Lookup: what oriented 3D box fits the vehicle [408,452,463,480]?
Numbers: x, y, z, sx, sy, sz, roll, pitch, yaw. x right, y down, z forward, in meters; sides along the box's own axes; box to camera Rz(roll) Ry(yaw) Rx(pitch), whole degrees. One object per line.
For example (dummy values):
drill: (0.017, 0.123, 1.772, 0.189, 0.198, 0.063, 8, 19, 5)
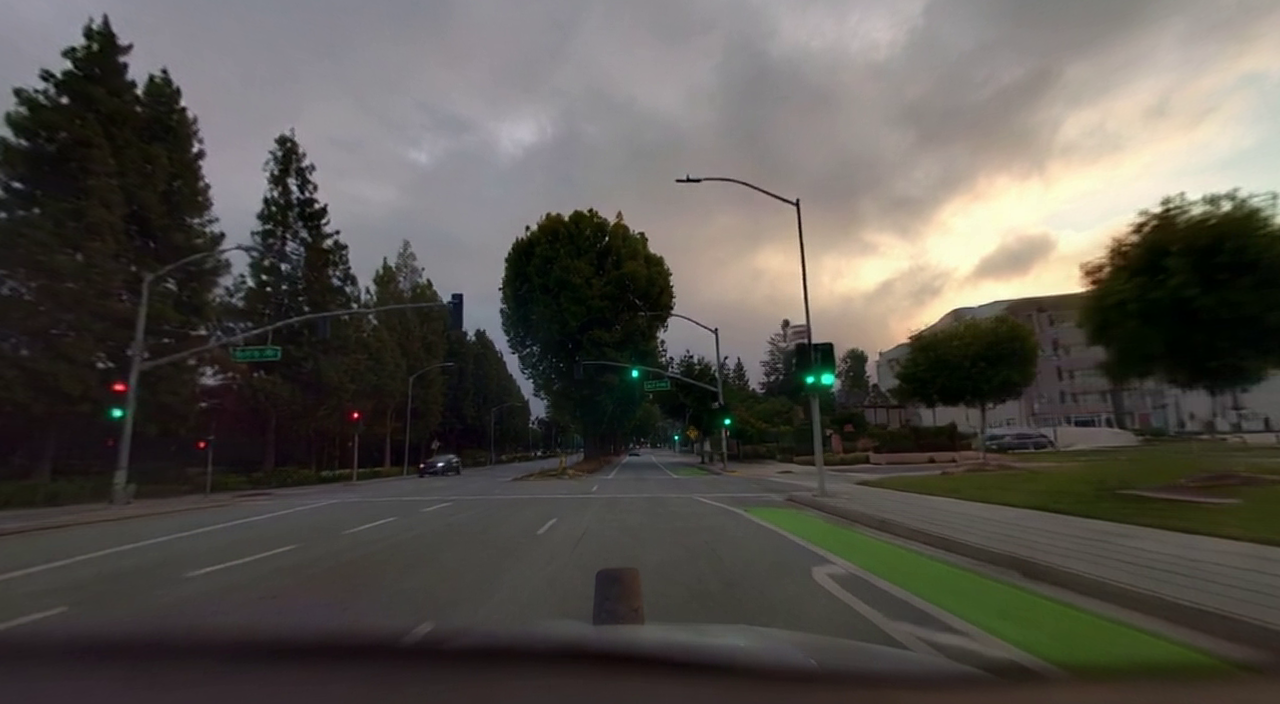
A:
vehicle: (-14.300, 7.975, 44.391, 2.113, 1.804, 4.732, 0, -9, 2)
